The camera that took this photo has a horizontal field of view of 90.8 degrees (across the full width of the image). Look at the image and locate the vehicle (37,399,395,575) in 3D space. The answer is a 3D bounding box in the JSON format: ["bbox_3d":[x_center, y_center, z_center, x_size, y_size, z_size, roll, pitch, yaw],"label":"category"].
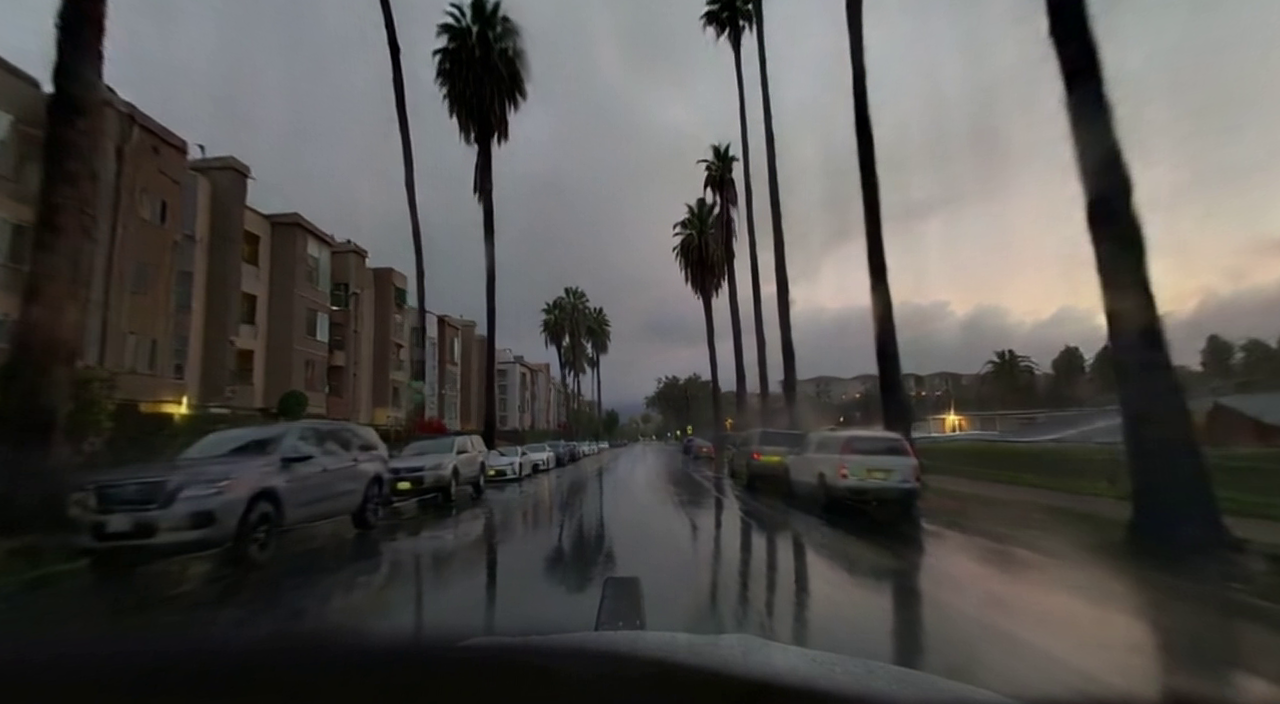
[{"bbox_3d":[-5.502,1.776,9.215,2.087,1.896,4.554,0,-8,-1],"label":"vehicle"}]

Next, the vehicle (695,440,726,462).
[{"bbox_3d":[5.226,7.408,47.367,1.991,1.525,5.203,0,-8,4],"label":"vehicle"}]

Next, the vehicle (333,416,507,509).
[{"bbox_3d":[-5.385,2.835,16.734,2.227,1.967,6.220,0,-8,2],"label":"vehicle"}]

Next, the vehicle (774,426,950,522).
[{"bbox_3d":[4.614,2.607,14.121,2.220,1.738,4.800,0,-8,1],"label":"vehicle"}]
